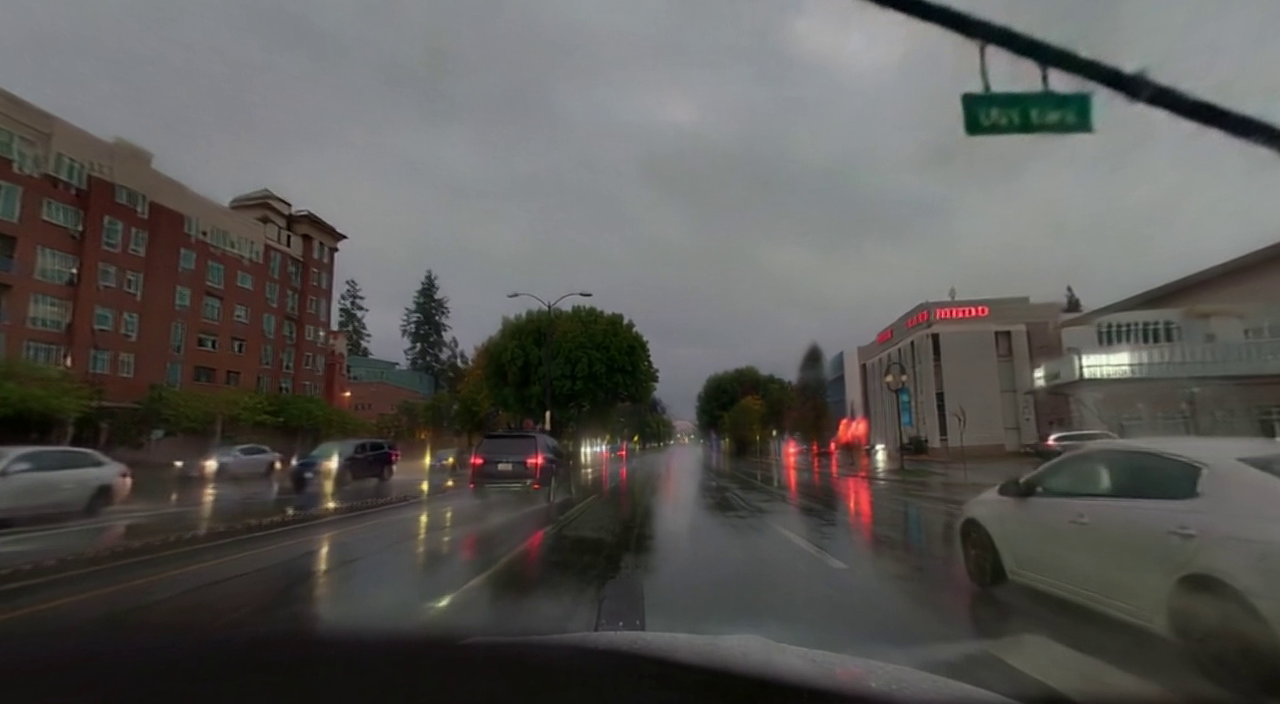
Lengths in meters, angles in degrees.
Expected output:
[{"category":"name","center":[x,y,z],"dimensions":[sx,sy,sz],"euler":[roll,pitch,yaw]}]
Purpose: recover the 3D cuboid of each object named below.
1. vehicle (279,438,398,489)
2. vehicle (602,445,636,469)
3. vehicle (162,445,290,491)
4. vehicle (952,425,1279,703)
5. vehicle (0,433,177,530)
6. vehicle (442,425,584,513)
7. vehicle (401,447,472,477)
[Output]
[{"category":"vehicle","center":[-11.249,4.185,24.055],"dimensions":[2.016,1.710,4.734],"euler":[-1,-9,2]},{"category":"vehicle","center":[-1.392,7.314,44.258],"dimensions":[1.976,1.571,4.649],"euler":[-1,-9,3]},{"category":"vehicle","center":[-15.101,4.216,23.385],"dimensions":[1.871,1.515,4.229],"euler":[0,-9,0]},{"category":"vehicle","center":[4.221,1.281,4.314],"dimensions":[1.960,1.471,4.378],"euler":[0,-9,1]},{"category":"vehicle","center":[-11.841,2.415,12.131],"dimensions":[2.150,1.627,4.737],"euler":[-1,-9,3]},{"category":"vehicle","center":[-2.912,2.839,15.864],"dimensions":[2.305,1.833,4.912],"euler":[-1,-9,3]},{"category":"vehicle","center":[-10.728,5.822,33.745],"dimensions":[1.960,1.451,4.870],"euler":[-1,-9,3]}]
